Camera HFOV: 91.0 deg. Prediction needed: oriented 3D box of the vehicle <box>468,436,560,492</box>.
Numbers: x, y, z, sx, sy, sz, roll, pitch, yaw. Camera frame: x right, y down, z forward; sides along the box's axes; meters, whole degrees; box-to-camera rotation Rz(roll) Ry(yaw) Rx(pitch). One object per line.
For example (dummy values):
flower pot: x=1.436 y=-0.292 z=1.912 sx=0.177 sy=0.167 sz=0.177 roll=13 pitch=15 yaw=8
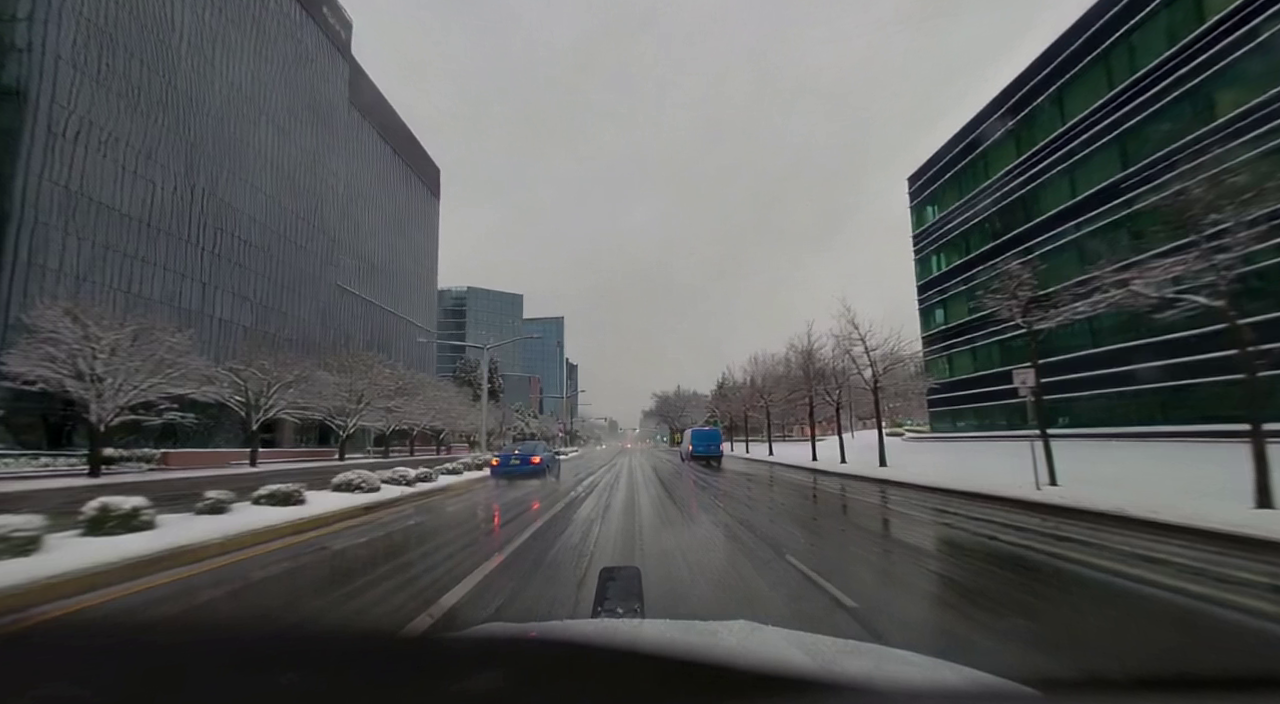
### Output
vehicle: x=-3.640 y=3.306 z=18.967 sx=1.864 sy=1.464 sz=4.195 roll=0 pitch=-8 yaw=0

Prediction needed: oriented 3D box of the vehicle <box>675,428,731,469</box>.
vehicle: x=3.125 y=4.915 z=32.283 sx=2.200 sy=1.914 sz=5.145 roll=0 pitch=-8 yaw=-2
